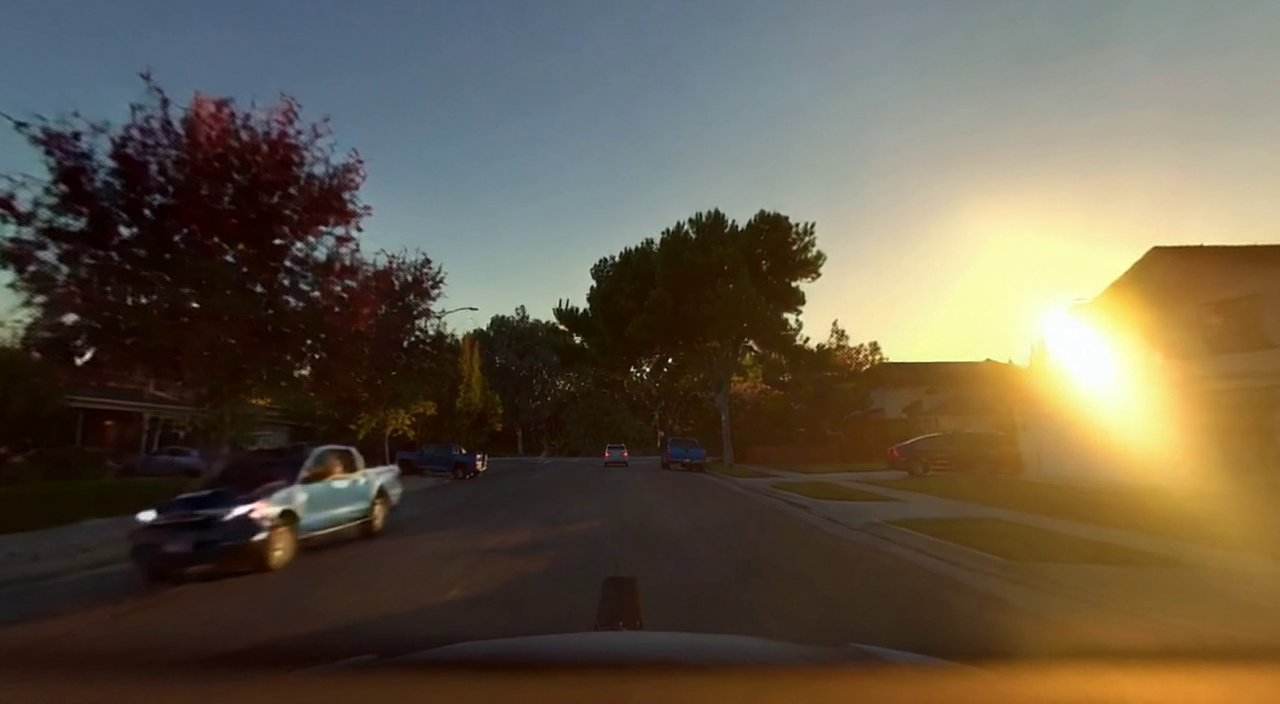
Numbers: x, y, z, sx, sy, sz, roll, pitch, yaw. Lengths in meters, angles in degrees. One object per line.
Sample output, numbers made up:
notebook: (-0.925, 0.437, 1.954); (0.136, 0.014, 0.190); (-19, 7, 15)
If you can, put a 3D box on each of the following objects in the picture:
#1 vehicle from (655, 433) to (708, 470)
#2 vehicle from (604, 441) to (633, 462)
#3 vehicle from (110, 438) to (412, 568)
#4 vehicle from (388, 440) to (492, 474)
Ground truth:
vehicle: (2.224, 5.579, 35.557); (2.394, 1.901, 5.759); (0, -8, -2)
vehicle: (-1.595, 7.456, 47.398); (2.064, 1.477, 3.968); (0, -8, -1)
vehicle: (-5.263, 2.101, 9.641); (1.926, 1.513, 4.236); (0, -8, 1)
vehicle: (-10.777, 5.676, 34.304); (4.947, 1.769, 2.023); (0, -8, 0)
